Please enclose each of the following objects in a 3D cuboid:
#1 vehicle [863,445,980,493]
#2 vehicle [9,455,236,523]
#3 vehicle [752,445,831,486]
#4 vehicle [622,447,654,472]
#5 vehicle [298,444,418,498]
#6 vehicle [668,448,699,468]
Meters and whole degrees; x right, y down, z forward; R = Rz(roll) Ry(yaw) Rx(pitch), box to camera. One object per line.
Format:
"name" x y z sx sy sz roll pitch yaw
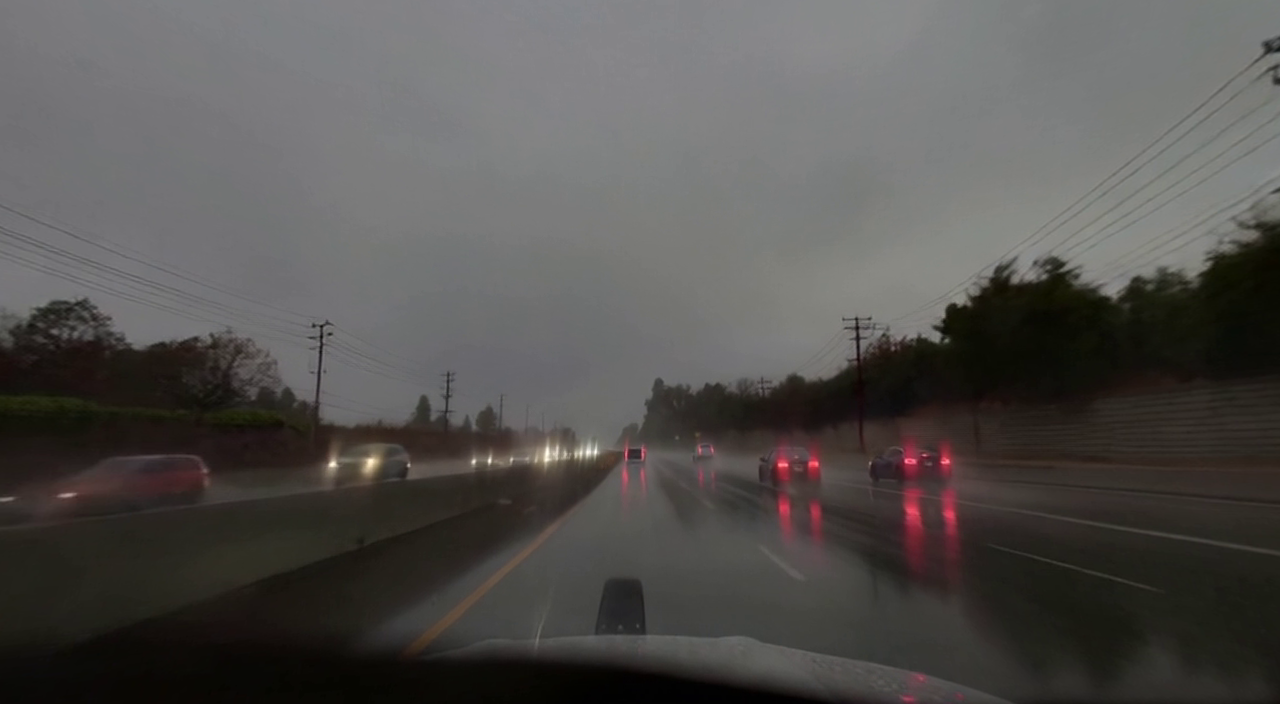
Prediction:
"vehicle" 9.662 4.036 22.176 1.969 1.506 4.422 0 -9 -1
"vehicle" -13.466 3.557 16.958 2.133 1.485 4.644 0 -9 0
"vehicle" 6.137 4.649 26.218 2.069 1.520 4.614 0 -9 -1
"vehicle" -0.168 7.038 41.516 1.993 1.506 3.883 0 -9 -1
"vehicle" -10.099 4.274 23.131 2.288 1.735 4.468 0 -9 0
"vehicle" 3.289 8.166 48.833 1.981 1.480 4.316 0 -9 -1
